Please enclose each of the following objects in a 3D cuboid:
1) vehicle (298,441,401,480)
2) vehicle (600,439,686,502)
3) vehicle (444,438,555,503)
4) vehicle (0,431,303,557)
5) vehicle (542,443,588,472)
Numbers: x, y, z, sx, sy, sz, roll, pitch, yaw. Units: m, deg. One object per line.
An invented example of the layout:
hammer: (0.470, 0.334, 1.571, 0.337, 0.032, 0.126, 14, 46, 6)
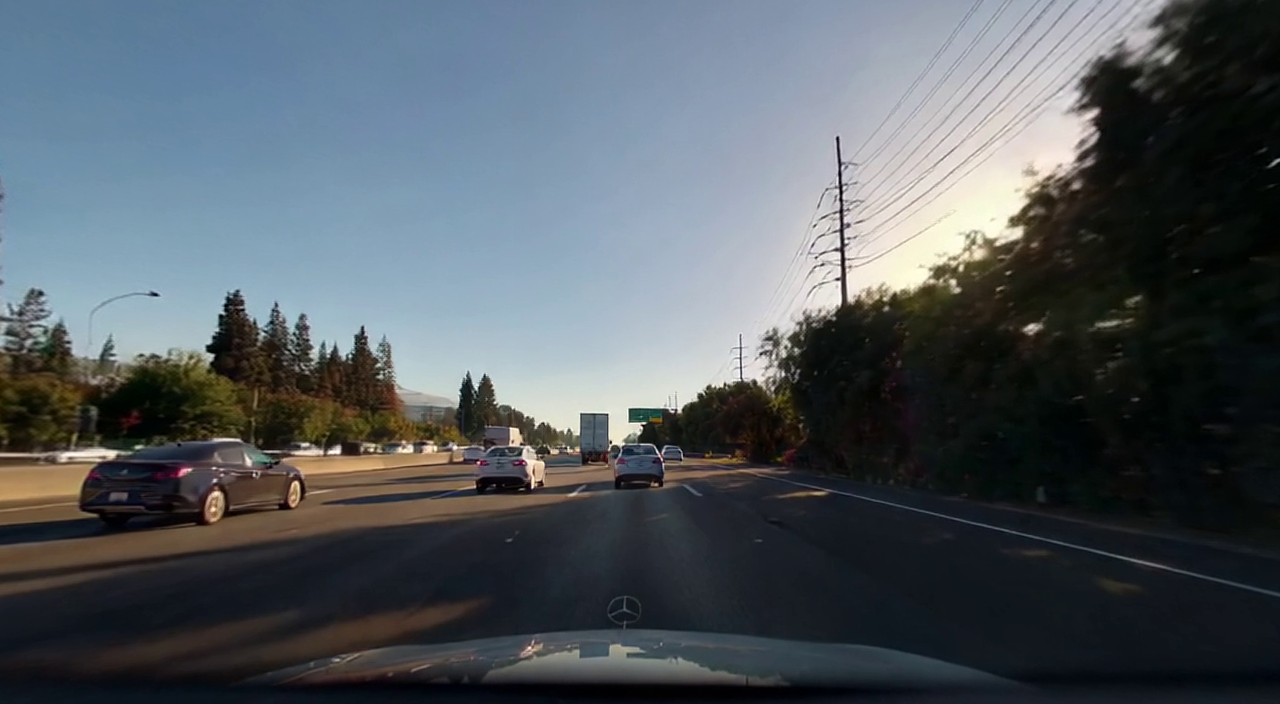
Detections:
vehicle: (-12.286, 4.606, 27.122, 2.089, 1.500, 4.780, 0, -9, 1)
vehicle: (-0.008, 3.132, 17.129, 2.018, 1.470, 4.491, 0, -9, -2)
vehicle: (-3.511, 3.037, 16.581, 1.912, 1.464, 4.115, 0, -9, 1)
vehicle: (-7.383, 2.004, 9.681, 1.867, 1.445, 4.499, 0, -9, 1)
vehicle: (-4.008, 5.705, 34.336, 2.013, 1.437, 3.801, 0, -9, 0)
